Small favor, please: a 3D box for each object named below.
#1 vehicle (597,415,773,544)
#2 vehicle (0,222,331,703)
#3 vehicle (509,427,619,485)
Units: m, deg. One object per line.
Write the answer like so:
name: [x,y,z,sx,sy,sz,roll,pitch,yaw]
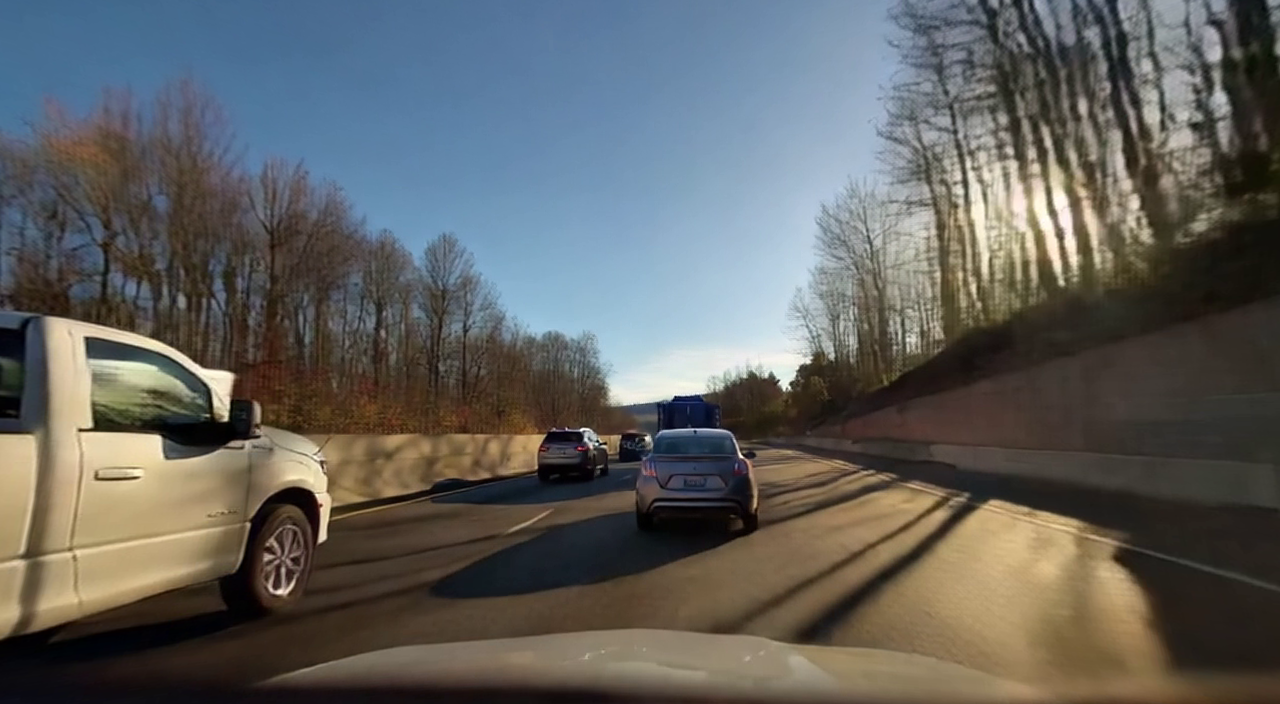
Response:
vehicle: [0.845,1.783,9.580,2.089,1.485,4.153,-1,-8,9]
vehicle: [-4.462,0.548,3.080,2.386,2.435,5.831,-1,-8,7]
vehicle: [-2.044,2.965,18.347,2.087,1.457,4.313,-1,-8,9]
